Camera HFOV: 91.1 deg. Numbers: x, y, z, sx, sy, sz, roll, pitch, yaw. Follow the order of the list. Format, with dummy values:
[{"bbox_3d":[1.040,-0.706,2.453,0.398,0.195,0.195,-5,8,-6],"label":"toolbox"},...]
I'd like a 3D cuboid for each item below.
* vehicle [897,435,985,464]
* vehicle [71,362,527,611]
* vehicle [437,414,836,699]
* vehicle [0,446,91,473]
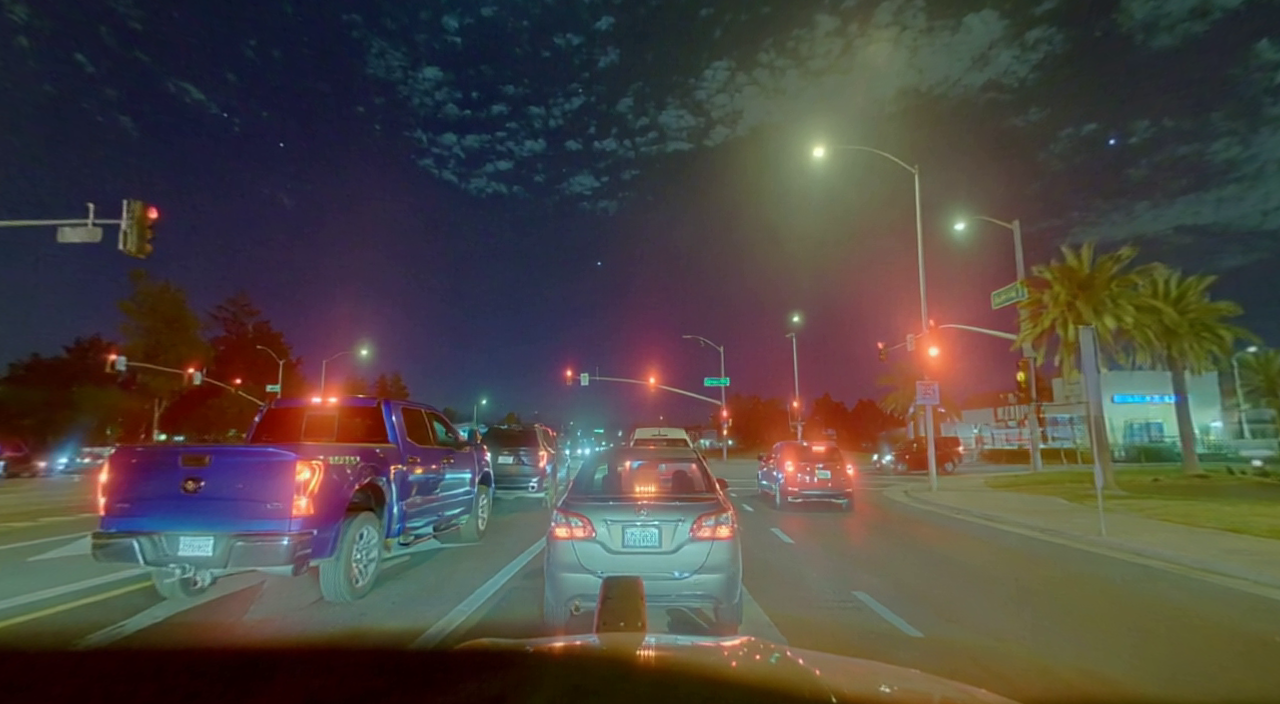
[{"bbox_3d":[18.751,6.096,39.298,4.466,1.717,1.963,0,-9,2],"label":"vehicle"},{"bbox_3d":[-3.251,1.478,7.891,2.330,1.969,5.626,-1,-8,3],"label":"vehicle"},{"bbox_3d":[0.006,1.403,5.499,2.122,1.501,4.152,0,-8,1],"label":"vehicle"},{"bbox_3d":[-37.171,6.632,38.814,4.576,1.617,1.937,0,-8,2],"label":"vehicle"}]
